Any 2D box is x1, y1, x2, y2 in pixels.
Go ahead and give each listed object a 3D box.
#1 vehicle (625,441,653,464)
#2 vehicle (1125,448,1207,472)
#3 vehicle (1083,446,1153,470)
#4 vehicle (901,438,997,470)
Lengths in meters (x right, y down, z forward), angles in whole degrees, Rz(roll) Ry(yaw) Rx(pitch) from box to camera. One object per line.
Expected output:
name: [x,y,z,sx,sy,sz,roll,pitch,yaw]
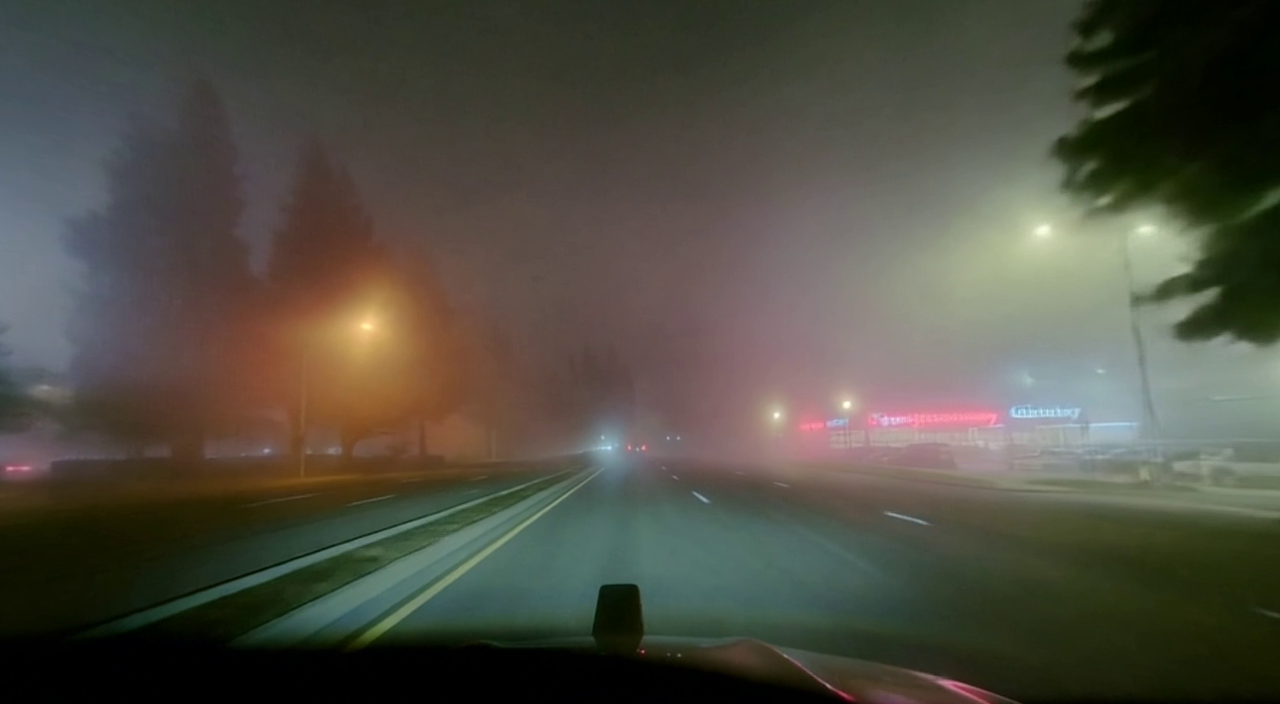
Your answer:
vehicle: [-0.087,7.747,48.872,2.095,1.647,4.205,0,-8,-1]
vehicle: [34.565,7.104,41.669,1.801,1.425,4.094,0,-8,-2]
vehicle: [31.774,7.022,42.123,1.739,1.471,3.811,0,-8,1]
vehicle: [18.946,6.248,38.885,4.739,1.916,2.136,0,-8,1]
